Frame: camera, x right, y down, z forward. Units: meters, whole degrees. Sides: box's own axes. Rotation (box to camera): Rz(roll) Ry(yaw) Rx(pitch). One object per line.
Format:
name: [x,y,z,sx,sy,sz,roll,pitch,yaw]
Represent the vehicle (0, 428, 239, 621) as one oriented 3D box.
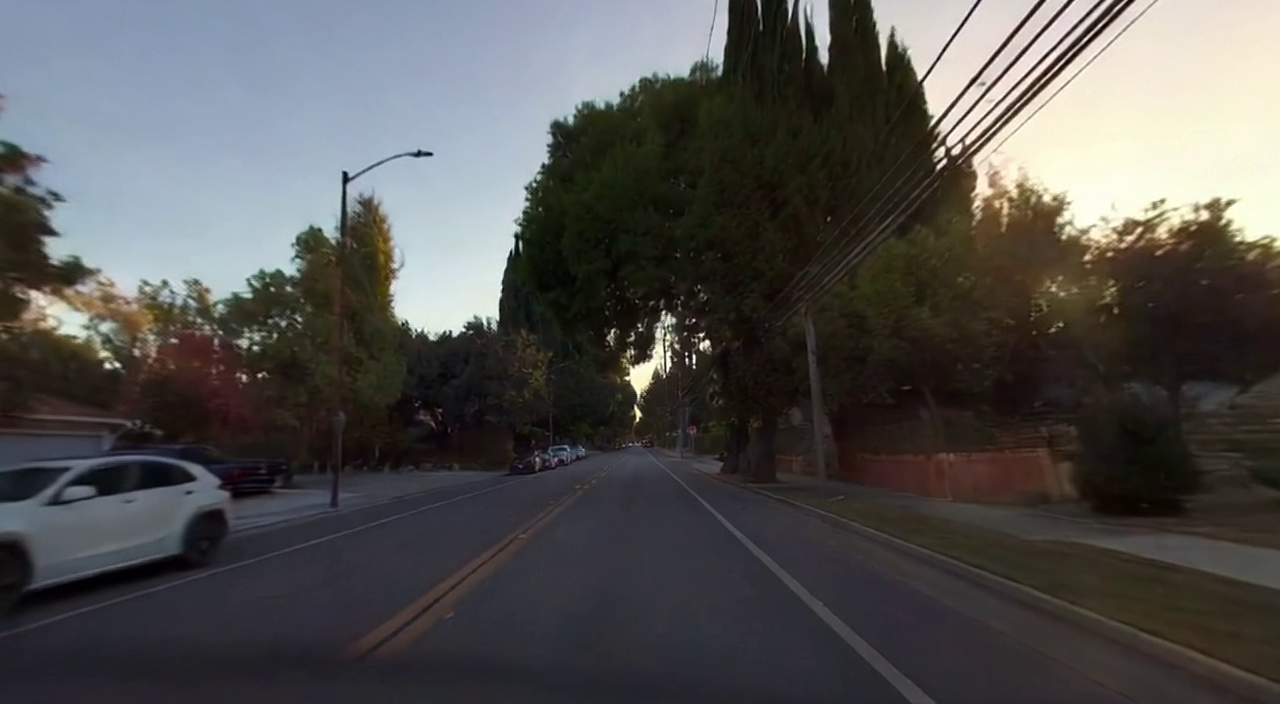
vehicle: [-6.657,1.762,6.724,1.923,1.687,4.511,-4,-9,-1]
